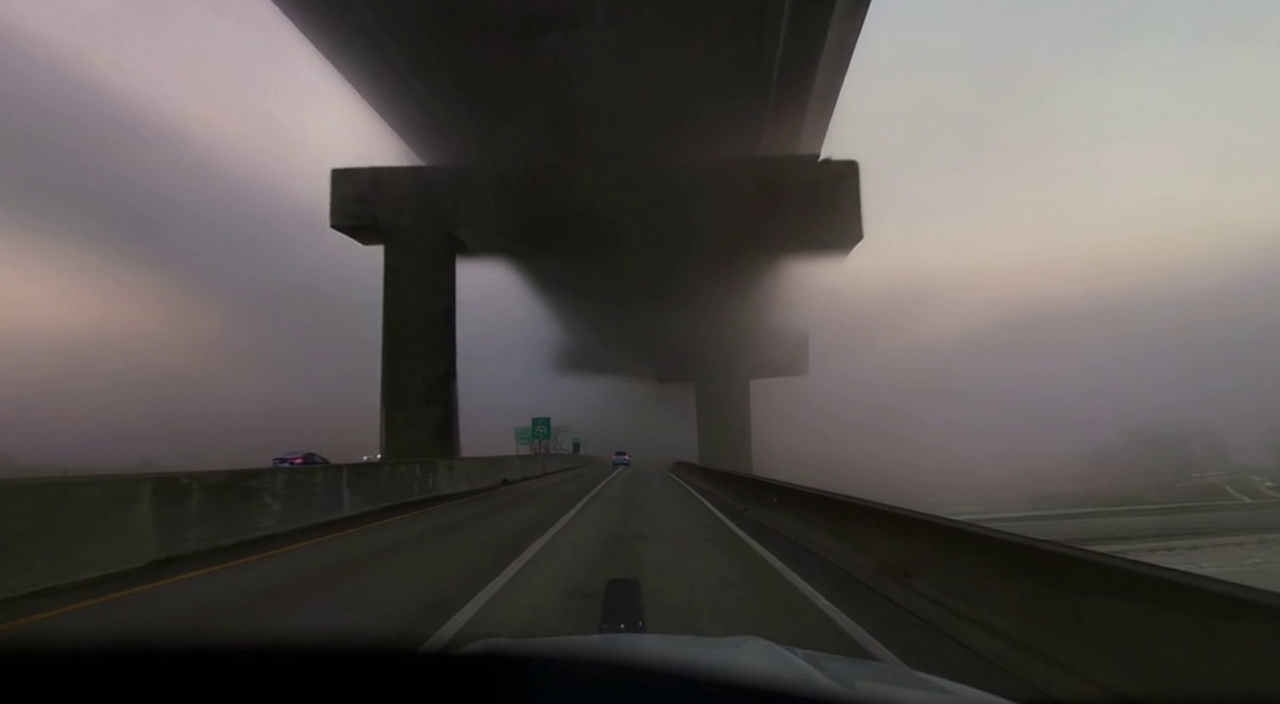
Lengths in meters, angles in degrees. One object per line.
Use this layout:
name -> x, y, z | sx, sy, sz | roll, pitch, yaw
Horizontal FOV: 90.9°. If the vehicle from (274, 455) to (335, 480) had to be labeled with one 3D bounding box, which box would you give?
vehicle -> -24.055, 8.287, 45.346 | 1.817, 1.626, 4.551 | 0, -9, 1
